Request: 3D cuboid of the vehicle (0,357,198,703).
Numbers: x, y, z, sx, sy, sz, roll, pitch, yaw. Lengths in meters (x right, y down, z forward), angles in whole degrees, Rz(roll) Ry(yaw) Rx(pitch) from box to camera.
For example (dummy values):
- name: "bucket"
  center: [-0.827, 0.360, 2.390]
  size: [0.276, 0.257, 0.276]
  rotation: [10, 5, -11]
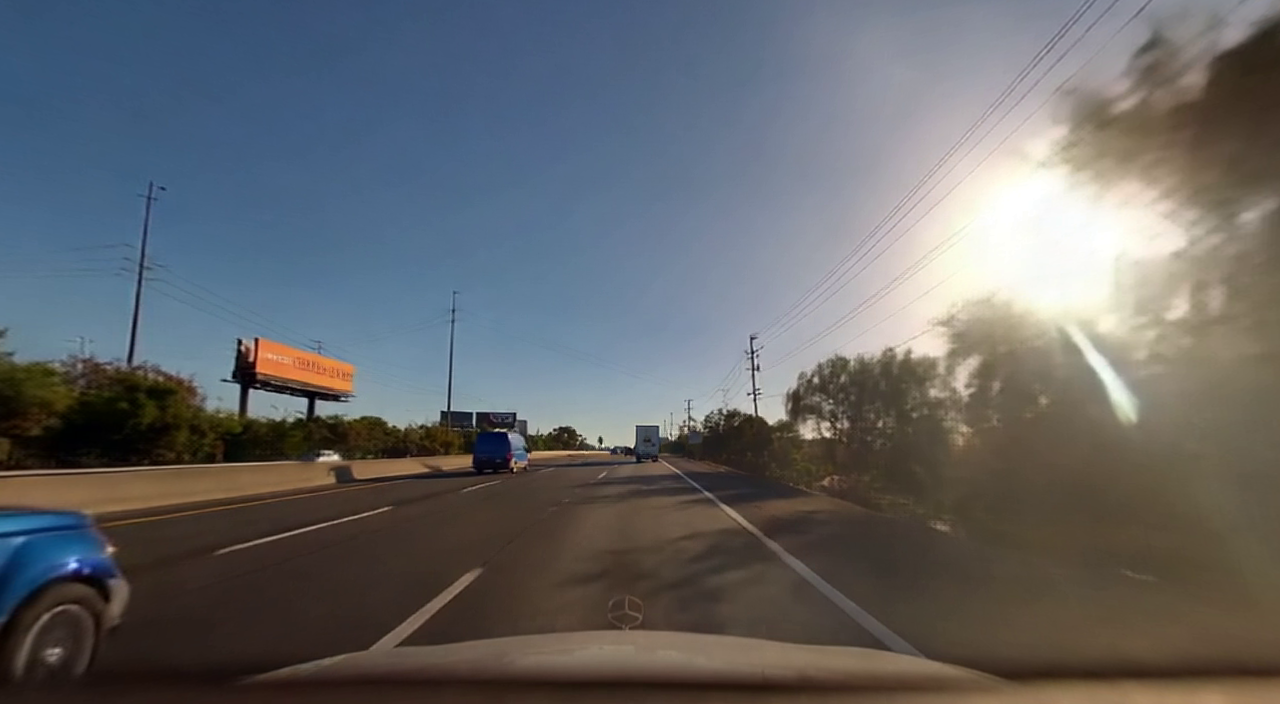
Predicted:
- name: "vehicle"
  center: [-3.894, 0.721, 1.532]
  size: [2.145, 1.730, 4.729]
  rotation: [0, -8, 0]

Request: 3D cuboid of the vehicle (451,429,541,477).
- name: "vehicle"
  center: [-6.862, 4.935, 30.964]
  size: [2.695, 2.084, 6.836]
  rotation: [0, -8, 1]

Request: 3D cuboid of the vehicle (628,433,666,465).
- name: "vehicle"
  center: [0.525, 7.331, 47.726]
  size: [2.692, 2.279, 5.695]
  rotation: [0, -8, 0]
